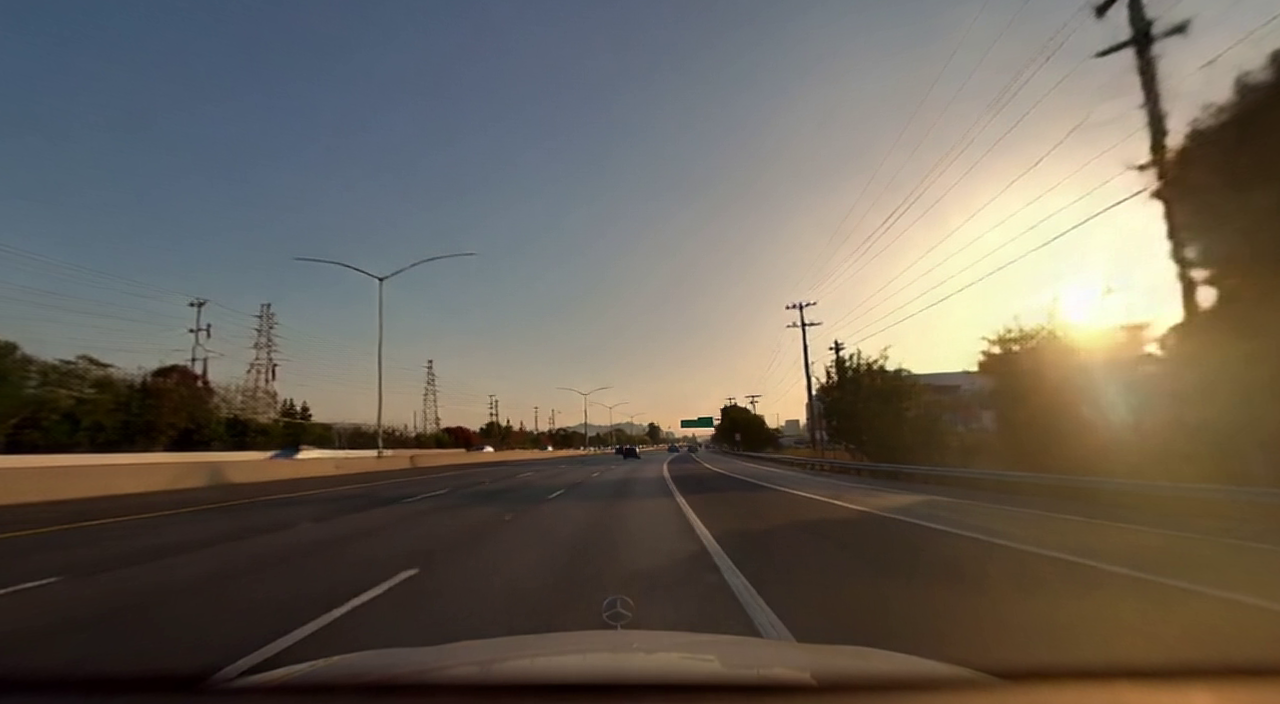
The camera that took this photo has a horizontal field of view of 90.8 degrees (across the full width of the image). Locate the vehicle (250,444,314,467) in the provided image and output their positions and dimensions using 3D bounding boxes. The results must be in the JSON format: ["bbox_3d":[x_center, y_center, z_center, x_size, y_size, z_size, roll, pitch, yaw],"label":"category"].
[{"bbox_3d":[-27.381,7.885,48.491,2.034,1.642,4.759,0,-8,2],"label":"vehicle"}]
